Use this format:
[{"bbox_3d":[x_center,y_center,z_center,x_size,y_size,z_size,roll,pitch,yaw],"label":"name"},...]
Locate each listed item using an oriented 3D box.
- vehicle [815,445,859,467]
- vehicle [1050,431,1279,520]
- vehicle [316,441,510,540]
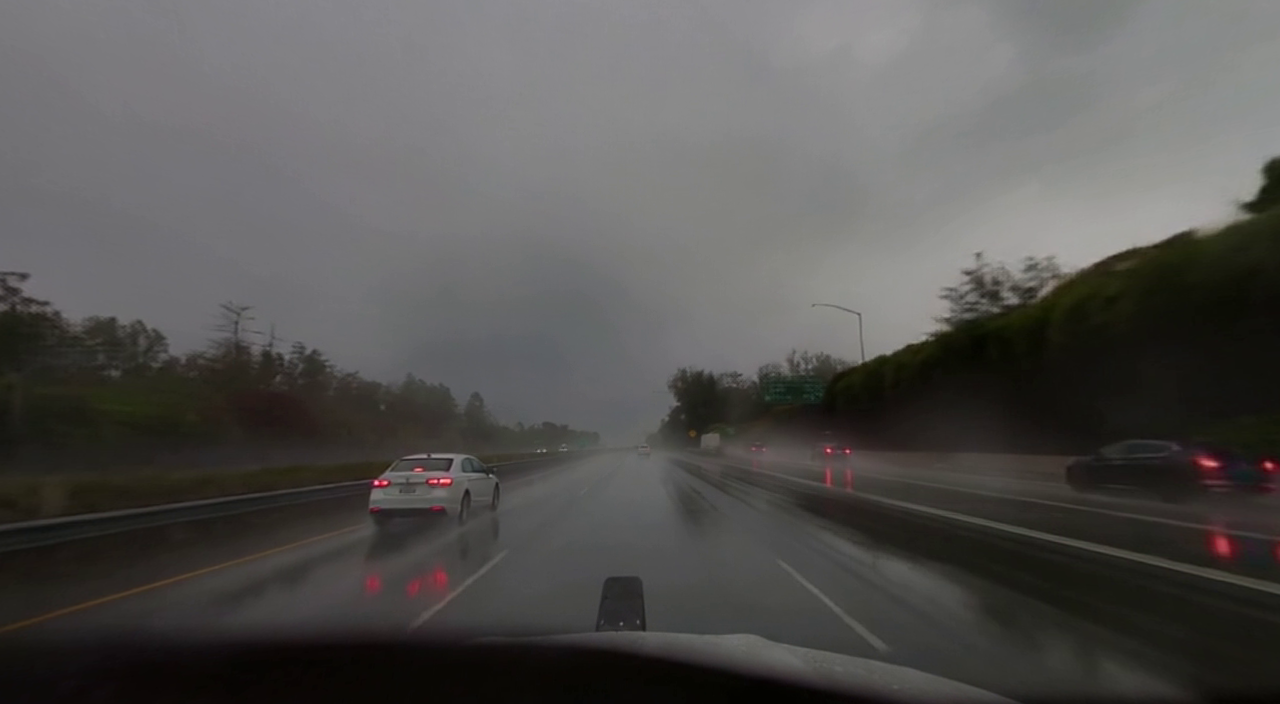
[{"bbox_3d":[13.854,7.347,44.622,1.805,1.427,4.447,-1,-9,2],"label":"vehicle"},{"bbox_3d":[10.872,2.436,12.999,1.884,1.485,4.600,-1,-9,3],"label":"vehicle"},{"bbox_3d":[-3.852,2.417,11.692,1.873,1.438,4.546,-1,-9,1],"label":"vehicle"}]
